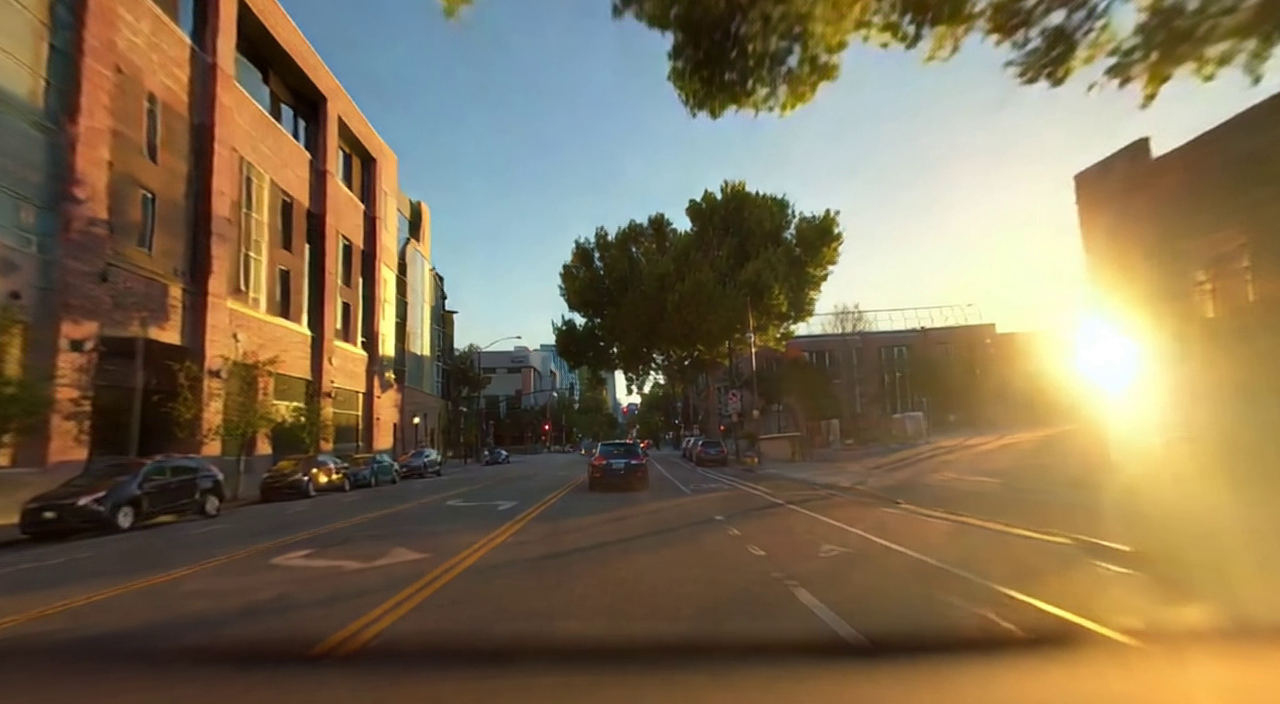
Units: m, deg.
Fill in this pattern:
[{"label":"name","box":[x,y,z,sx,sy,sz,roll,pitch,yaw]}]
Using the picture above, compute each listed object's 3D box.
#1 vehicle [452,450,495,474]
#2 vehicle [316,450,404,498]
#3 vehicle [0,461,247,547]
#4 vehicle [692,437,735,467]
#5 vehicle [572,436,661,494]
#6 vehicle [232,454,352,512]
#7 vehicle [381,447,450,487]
[{"label":"vehicle","box":[-12.374,8.199,47.209,1.968,1.469,4.523,-3,-8,-1]},{"label":"vehicle","box":[-12.278,5.312,28.011,1.945,1.712,4.648,-5,-8,-2]},{"label":"vehicle","box":[-11.825,3.412,14.874,1.991,1.507,4.879,-1,-8,0]},{"label":"vehicle","box":[4.301,5.912,37.512,1.924,1.645,4.528,-1,-8,-1]},{"label":"vehicle","box":[-0.630,3.217,18.327,2.269,1.479,3.980,0,-8,-1]},{"label":"vehicle","box":[-12.172,4.533,22.399,1.976,1.577,4.091,-6,-8,-1]},{"label":"vehicle","box":[-12.115,6.192,34.414,2.090,1.784,4.832,-4,-8,-2]}]
